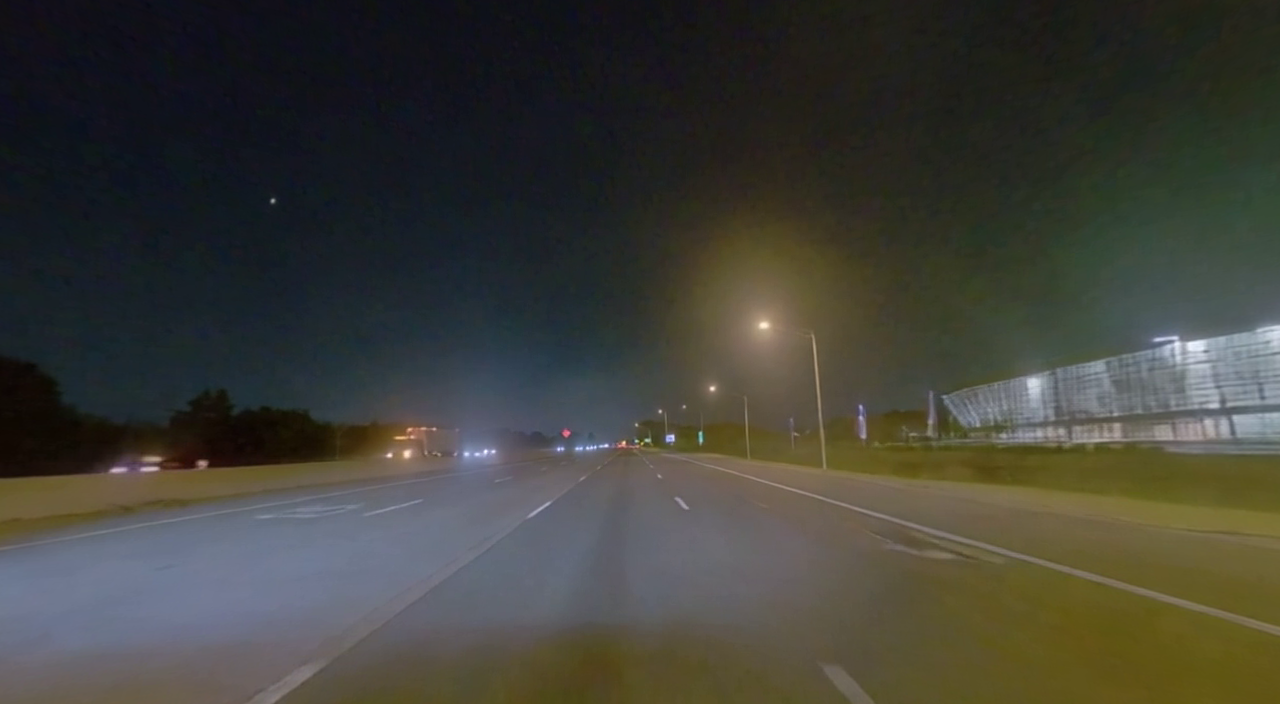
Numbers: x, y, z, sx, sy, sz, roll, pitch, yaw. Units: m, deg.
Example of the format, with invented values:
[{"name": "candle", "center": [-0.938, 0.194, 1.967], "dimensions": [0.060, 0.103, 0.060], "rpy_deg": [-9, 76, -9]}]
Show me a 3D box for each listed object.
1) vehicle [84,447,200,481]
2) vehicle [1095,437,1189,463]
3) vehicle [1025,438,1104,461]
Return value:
[{"name": "vehicle", "center": [-24.342, 5.477, 31.172], "dimensions": [1.927, 1.547, 4.724], "rpy_deg": [0, -9, -1]}, {"name": "vehicle", "center": [29.573, 5.784, 37.305], "dimensions": [3.869, 1.464, 1.920], "rpy_deg": [0, -9, -1]}, {"name": "vehicle", "center": [30.220, 6.962, 45.103], "dimensions": [4.160, 1.547, 1.986], "rpy_deg": [0, -9, -1]}]
